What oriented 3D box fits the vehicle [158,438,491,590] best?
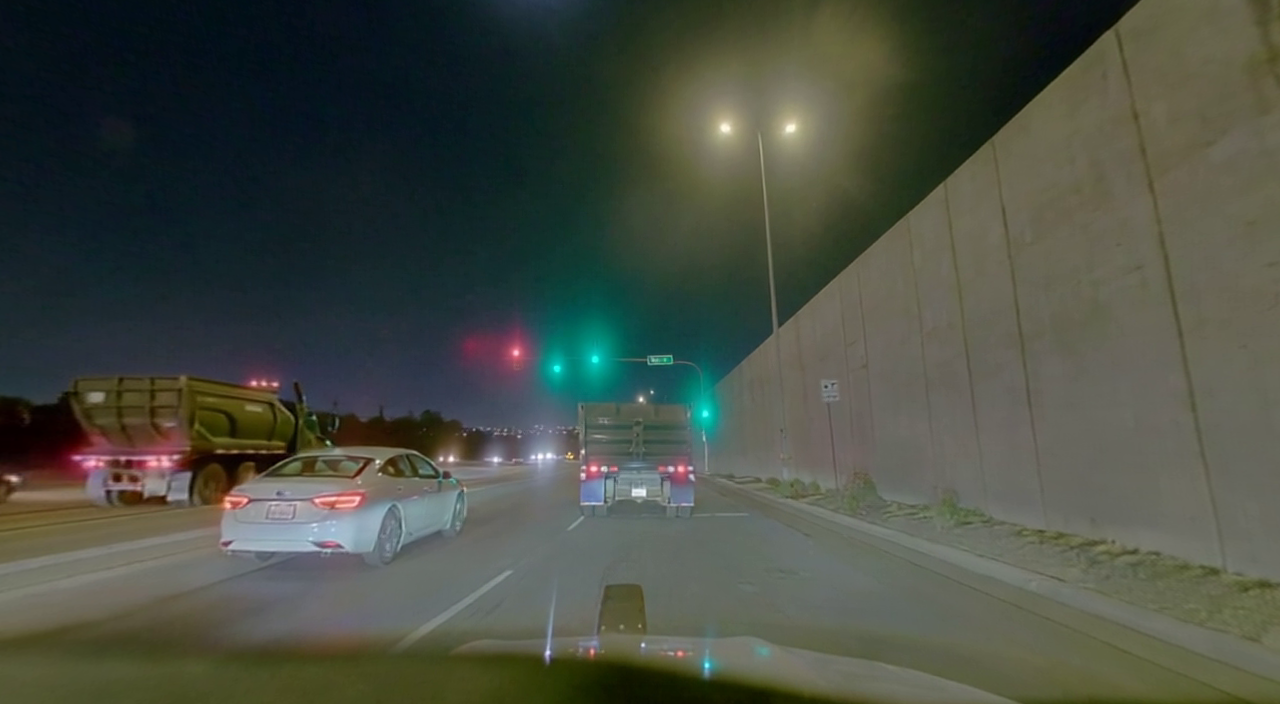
[{"bbox_3d":[-3.722,1.976,8.793,2.019,1.480,4.966,0,-8,1],"label":"vehicle"}]

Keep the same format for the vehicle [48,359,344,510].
[{"bbox_3d":[-13.345,2.730,20.468,3.016,3.847,8.707,0,-8,1],"label":"vehicle"}]

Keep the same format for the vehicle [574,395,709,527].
[{"bbox_3d":[0.052,2.302,13.841,2.355,2.305,5.336,0,-8,1],"label":"vehicle"}]
